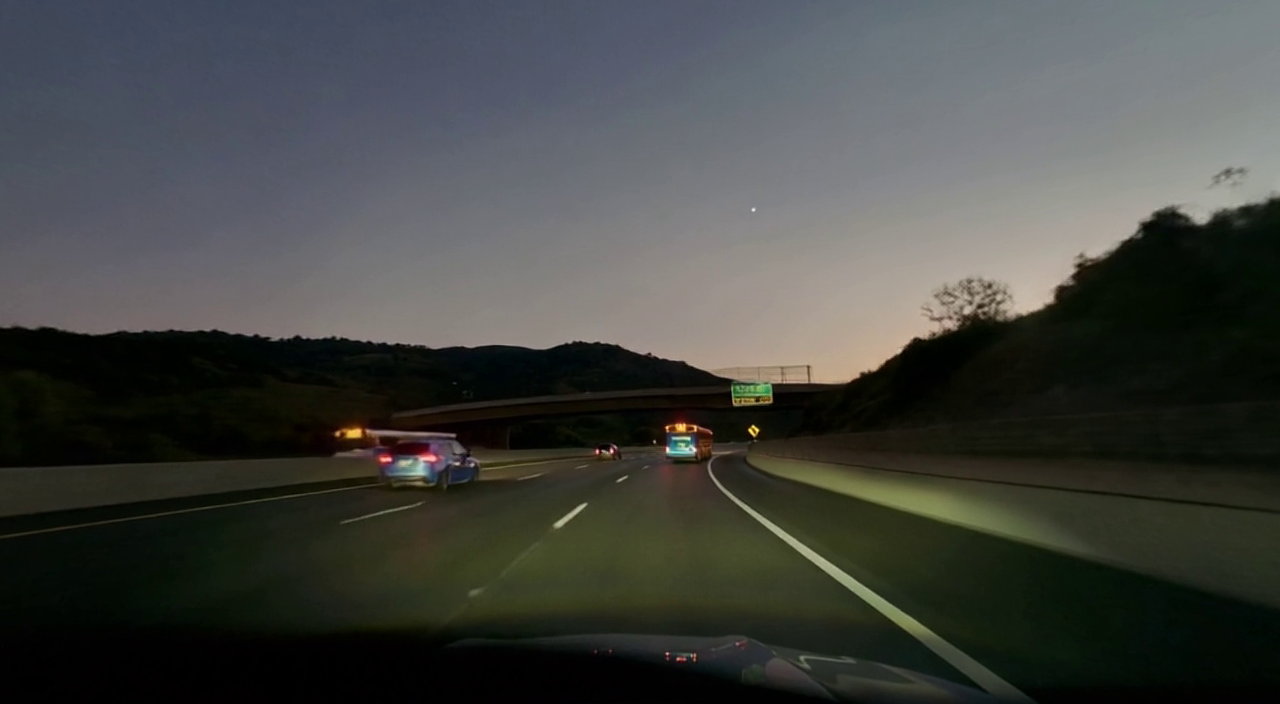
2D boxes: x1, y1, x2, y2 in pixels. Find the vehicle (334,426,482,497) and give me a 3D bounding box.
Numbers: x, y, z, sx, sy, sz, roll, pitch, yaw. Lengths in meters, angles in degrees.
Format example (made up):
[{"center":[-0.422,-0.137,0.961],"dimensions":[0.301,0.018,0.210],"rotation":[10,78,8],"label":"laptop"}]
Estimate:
[{"center":[-6.179,2.971,17.546],"dimensions":[2.172,1.689,4.625],"rotation":[0,-8,3],"label":"vehicle"}]
